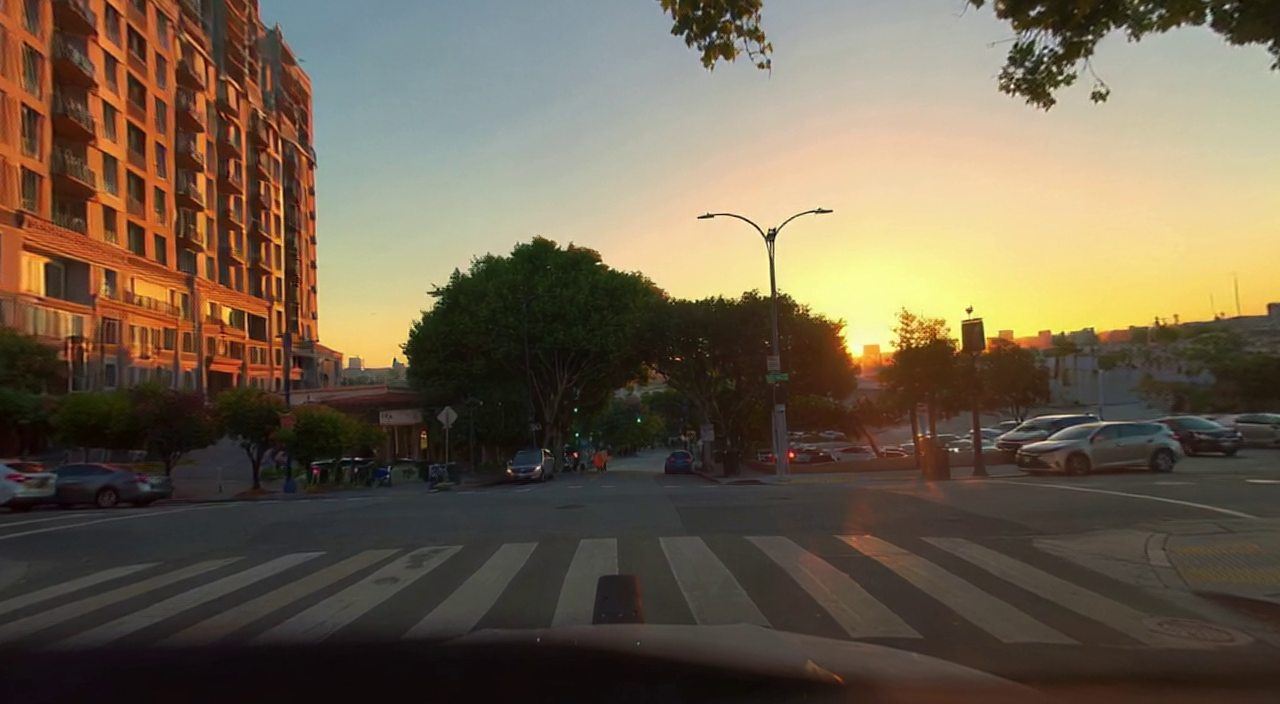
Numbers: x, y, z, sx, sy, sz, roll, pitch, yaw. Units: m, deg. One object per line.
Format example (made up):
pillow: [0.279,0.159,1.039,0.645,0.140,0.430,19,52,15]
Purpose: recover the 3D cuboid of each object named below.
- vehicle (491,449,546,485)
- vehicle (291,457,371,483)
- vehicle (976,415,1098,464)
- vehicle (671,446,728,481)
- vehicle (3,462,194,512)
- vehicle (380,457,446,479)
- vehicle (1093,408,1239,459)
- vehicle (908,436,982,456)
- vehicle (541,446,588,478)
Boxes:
vehicle: [-7.617,7.246,40.248,2.193,1.814,5.061,-9,-8,0]
vehicle: [-23.180,8.885,47.497,4.844,1.836,2.117,-1,-8,4]
vehicle: [16.743,3.789,26.994,2.041,1.921,4.574,0,-9,-2]
vehicle: [3.213,5.853,33.470,1.942,1.603,3.785,0,-8,22]
vehicle: [-17.316,4.314,20.369,4.439,1.448,1.793,0,-9,0]
vehicle: [-16.950,8.657,47.373,4.203,1.544,1.889,0,-8,1]
vehicle: [22.304,3.531,27.141,2.137,1.962,4.988,-1,-8,3]
vehicle: [23.013,7.085,47.769,4.528,1.475,2.070,0,-8,3]
vehicle: [-4.434,6.539,37.712,2.102,1.768,4.290,-1,-10,2]
